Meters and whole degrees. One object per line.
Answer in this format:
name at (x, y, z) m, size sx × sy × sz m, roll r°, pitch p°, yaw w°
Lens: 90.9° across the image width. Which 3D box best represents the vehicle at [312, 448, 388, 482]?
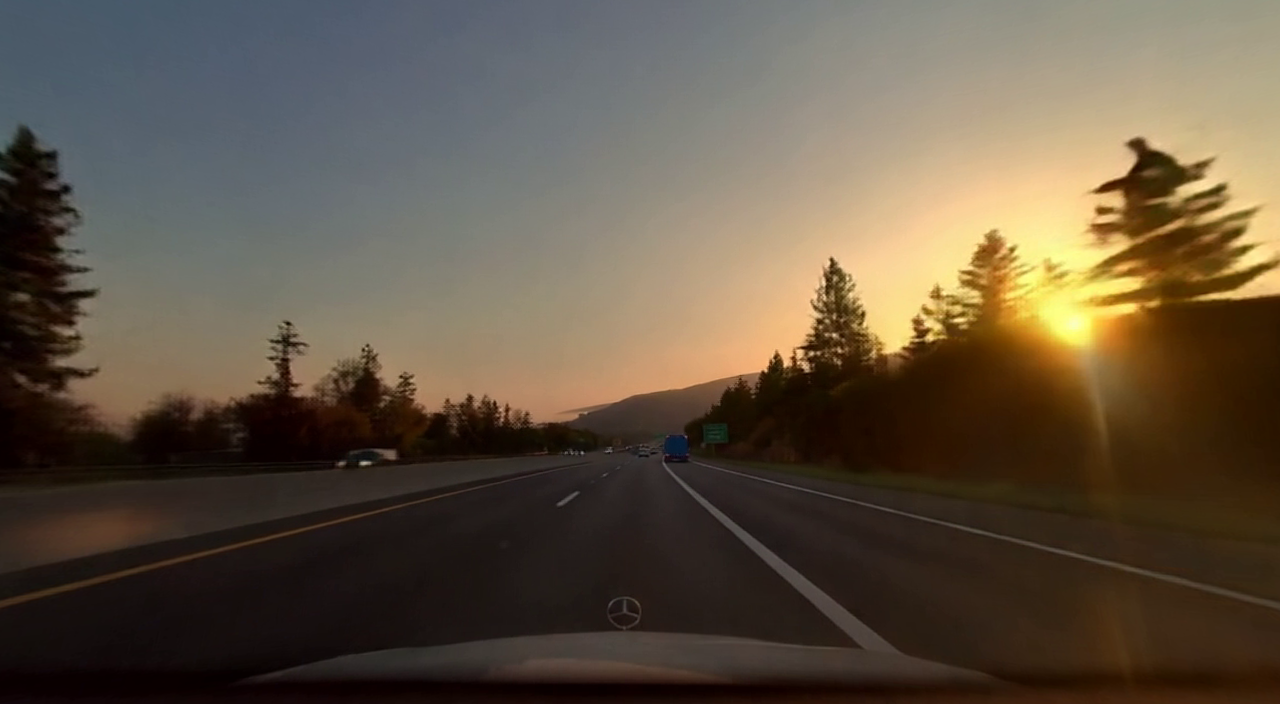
vehicle at (-15.283, 5.943, 33.489) m, size 1.895 × 1.656 × 4.361 m, roll 0°, pitch -9°, yaw 1°
